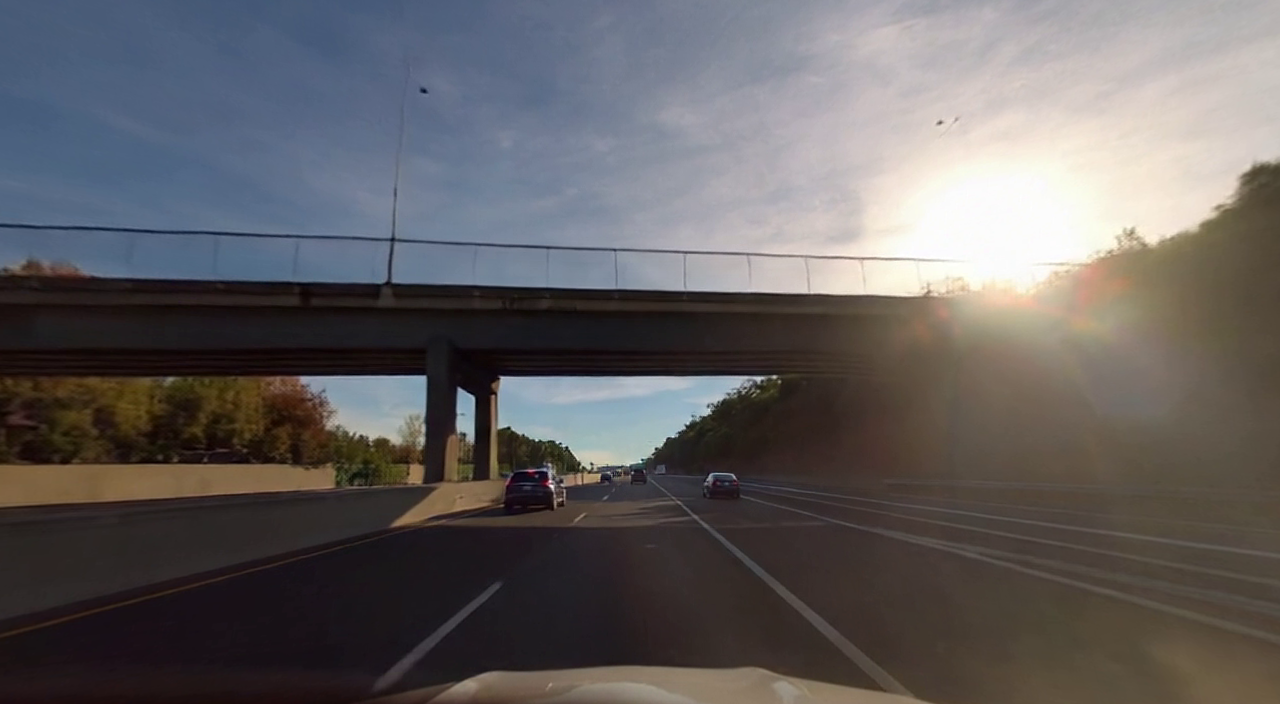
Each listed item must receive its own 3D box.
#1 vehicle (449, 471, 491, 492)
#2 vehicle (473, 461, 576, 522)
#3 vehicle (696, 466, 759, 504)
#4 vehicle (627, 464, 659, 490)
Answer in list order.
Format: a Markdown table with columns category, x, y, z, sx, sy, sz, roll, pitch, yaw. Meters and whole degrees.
| category | x | y | z | sx | sy | sz | roll | pitch | yaw |
| --- | --- | --- | --- | --- | --- | --- | --- | --- | --- |
| vehicle | -12.466 | 9.480 | 46.191 | 1.795 | 1.456 | 4.329 | 0 | -10 | 1 |
| vehicle | -3.197 | 3.992 | 18.352 | 2.099 | 1.516 | 4.308 | 0 | -10 | 1 |
| vehicle | 3.810 | 5.921 | 28.209 | 2.092 | 1.518 | 4.348 | 1 | -10 | -1 |
| vehicle | 0.230 | 8.845 | 44.428 | 2.181 | 1.698 | 4.056 | 0 | -10 | 0 |
